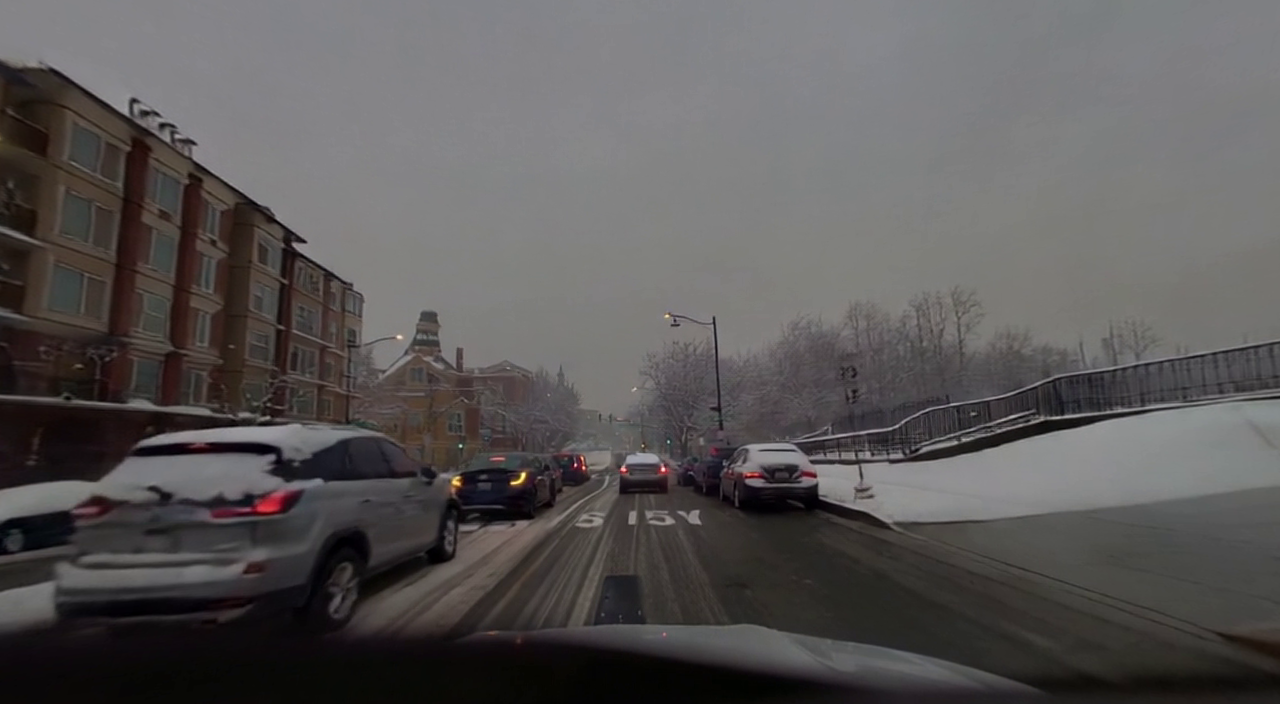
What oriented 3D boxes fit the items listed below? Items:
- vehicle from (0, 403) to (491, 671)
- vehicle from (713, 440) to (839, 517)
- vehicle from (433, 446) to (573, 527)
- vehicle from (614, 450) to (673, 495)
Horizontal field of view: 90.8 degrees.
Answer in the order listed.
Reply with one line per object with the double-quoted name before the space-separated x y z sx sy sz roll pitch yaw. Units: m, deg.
"vehicle" -3.052 1.505 6.302 2.065 1.705 4.353 0 -8 0
"vehicle" 2.928 2.815 14.660 1.933 1.501 4.349 0 -8 0
"vehicle" -2.812 2.856 14.124 2.109 1.477 4.509 0 -8 0
"vehicle" 0.074 4.459 23.655 2.026 1.496 3.701 0 -8 -1
